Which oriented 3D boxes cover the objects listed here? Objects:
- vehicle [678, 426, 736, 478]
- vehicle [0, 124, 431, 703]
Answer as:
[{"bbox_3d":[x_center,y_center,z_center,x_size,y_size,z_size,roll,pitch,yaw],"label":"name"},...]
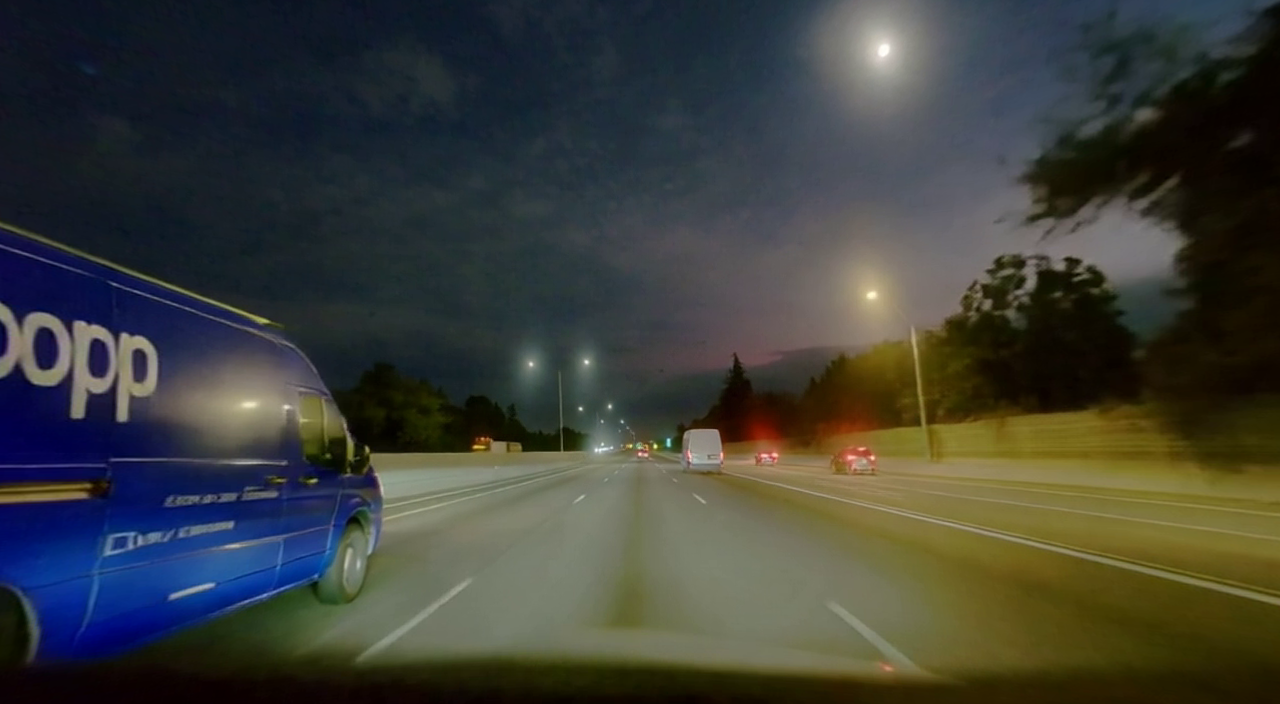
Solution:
[{"bbox_3d":[3.540,5.471,34.610,2.373,2.561,5.922,0,-9,-1],"label":"vehicle"},{"bbox_3d":[-3.546,0.663,3.720,2.409,2.523,6.275,0,-9,0],"label":"vehicle"}]
